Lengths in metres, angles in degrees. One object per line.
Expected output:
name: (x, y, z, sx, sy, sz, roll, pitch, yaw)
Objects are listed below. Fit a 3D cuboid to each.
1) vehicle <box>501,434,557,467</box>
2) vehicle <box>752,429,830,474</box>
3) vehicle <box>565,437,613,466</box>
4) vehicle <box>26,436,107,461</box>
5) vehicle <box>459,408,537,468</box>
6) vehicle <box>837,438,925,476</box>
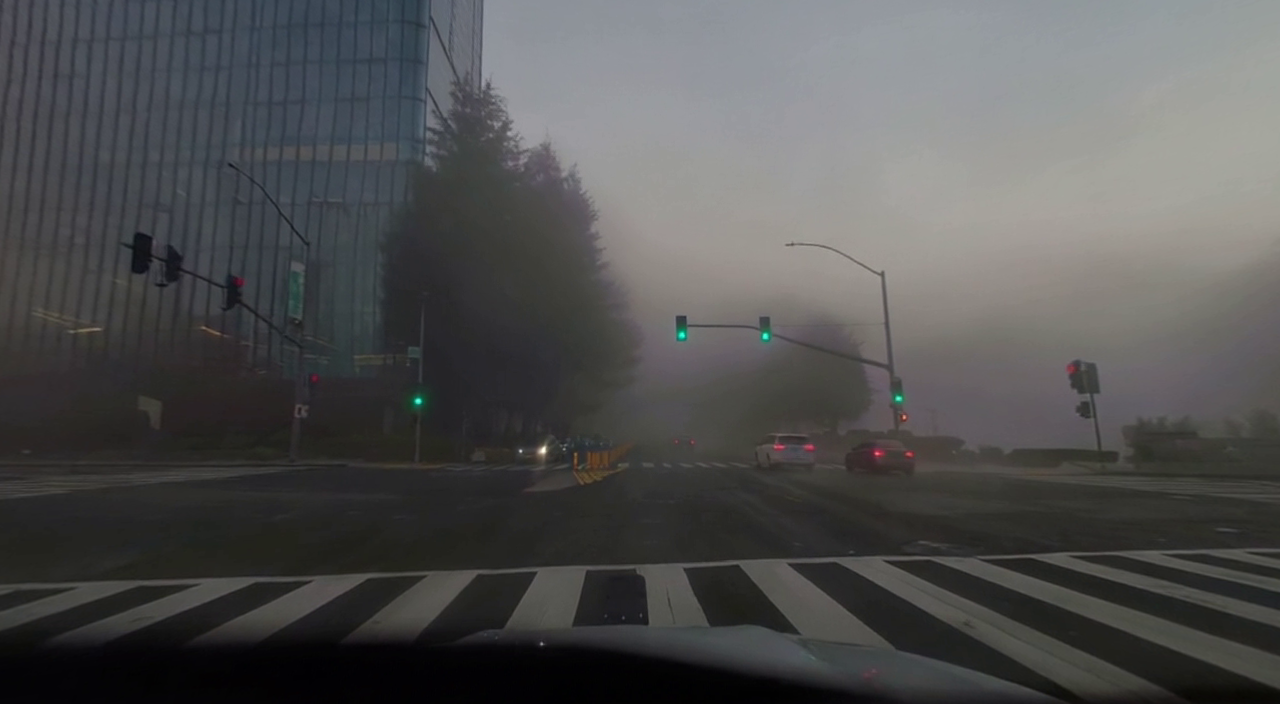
vehicle: (-6.045, 5.434, 34.757, 2.182, 1.677, 4.384, 0, -8, 1)
vehicle: (6.241, 4.187, 26.581, 2.098, 1.723, 4.881, 0, -8, 0)
vehicle: (-2.742, 5.478, 34.767, 2.147, 1.481, 4.331, 0, -8, 2)
vehicle: (-35.488, 5.980, 38.958, 1.628, 1.448, 3.621, 0, -9, -2)
vehicle: (-9.182, 5.510, 41.707, 3.191, 3.314, 7.914, -3, -4, 0)
vehicle: (9.965, 4.363, 26.304, 1.896, 1.463, 4.296, 0, -8, -1)
